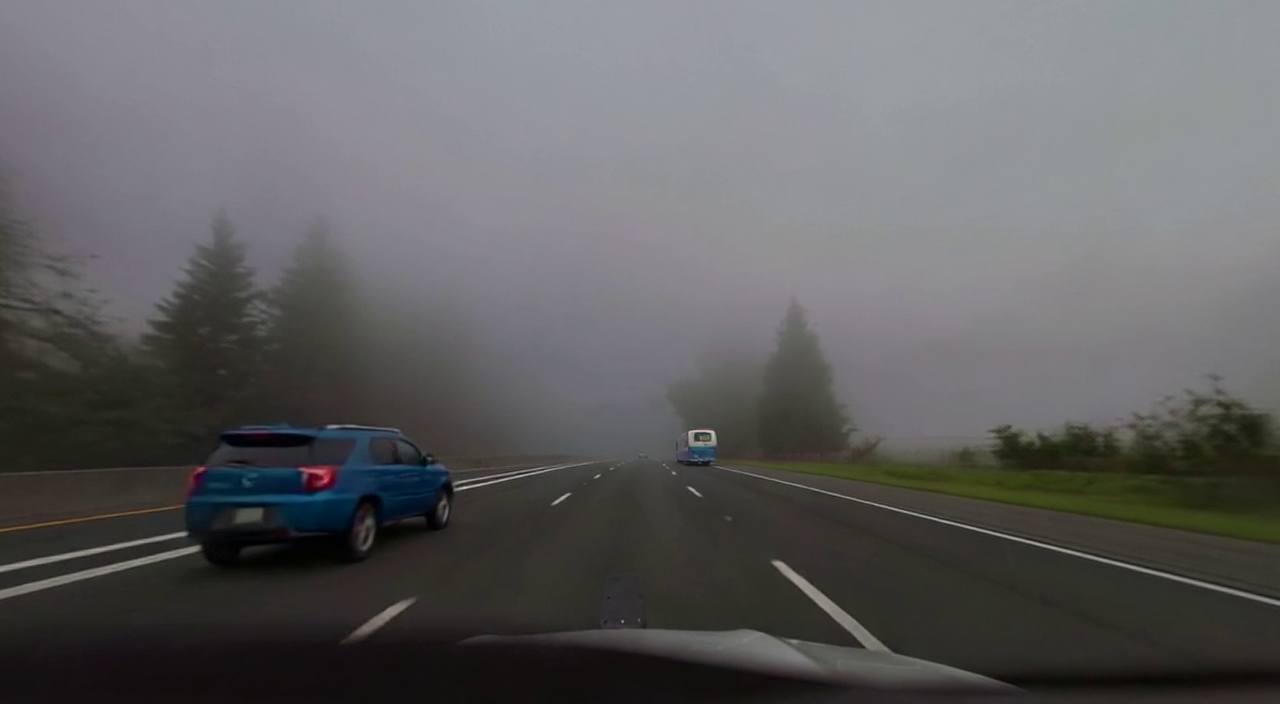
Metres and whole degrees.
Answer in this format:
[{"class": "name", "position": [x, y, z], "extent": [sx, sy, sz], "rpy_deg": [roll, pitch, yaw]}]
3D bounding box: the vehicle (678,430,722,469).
[{"class": "vehicle", "position": [4.302, 7.186, 46.531], "extent": [2.614, 2.655, 6.429], "rpy_deg": [0, -9, 0]}]

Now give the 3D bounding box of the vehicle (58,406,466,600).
[{"class": "vehicle", "position": [-3.850, 1.639, 7.726], "extent": [2.020, 1.619, 4.690], "rpy_deg": [0, -9, 1]}]
